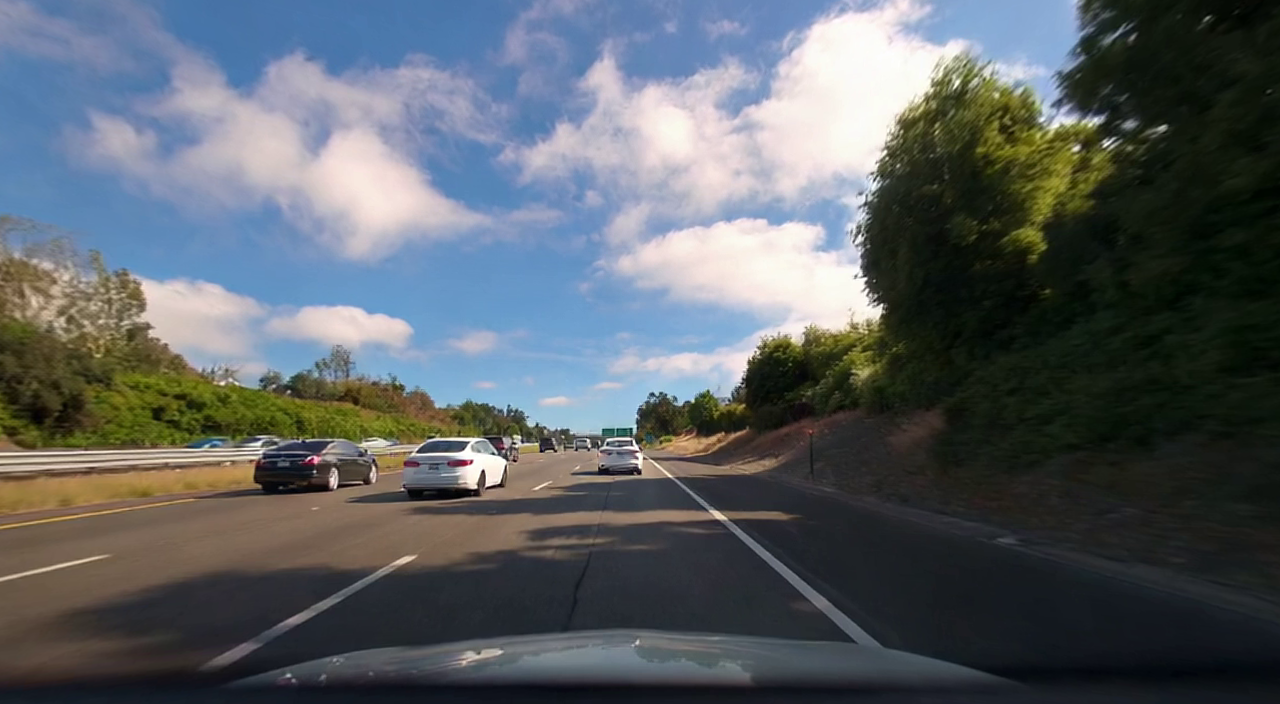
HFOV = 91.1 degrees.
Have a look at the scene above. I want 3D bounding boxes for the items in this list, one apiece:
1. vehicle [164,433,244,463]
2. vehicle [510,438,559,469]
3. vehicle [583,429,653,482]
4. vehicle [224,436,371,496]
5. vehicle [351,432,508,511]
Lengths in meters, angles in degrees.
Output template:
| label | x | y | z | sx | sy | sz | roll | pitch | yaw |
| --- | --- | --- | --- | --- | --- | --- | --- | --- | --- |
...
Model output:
| label | x | y | z | sx | sy | sz | roll | pitch | yaw |
| --- | --- | --- | --- | --- | --- | --- | --- | --- | --- |
| vehicle | -25.650 | 5.638 | 37.133 | 1.887 | 1.644 | 4.075 | 0 | -8 | -2 |
| vehicle | -5.307 | 5.124 | 31.959 | 1.835 | 1.432 | 3.835 | 0 | -8 | 0 |
| vehicle | -0.738 | 3.526 | 21.773 | 2.178 | 1.658 | 3.916 | 0 | -8 | -1 |
| vehicle | -9.293 | 3.074 | 17.460 | 1.850 | 1.439 | 3.932 | 0 | -8 | 0 |
| vehicle | -4.393 | 2.526 | 13.966 | 1.971 | 1.464 | 4.386 | 0 | -8 | 0 |
